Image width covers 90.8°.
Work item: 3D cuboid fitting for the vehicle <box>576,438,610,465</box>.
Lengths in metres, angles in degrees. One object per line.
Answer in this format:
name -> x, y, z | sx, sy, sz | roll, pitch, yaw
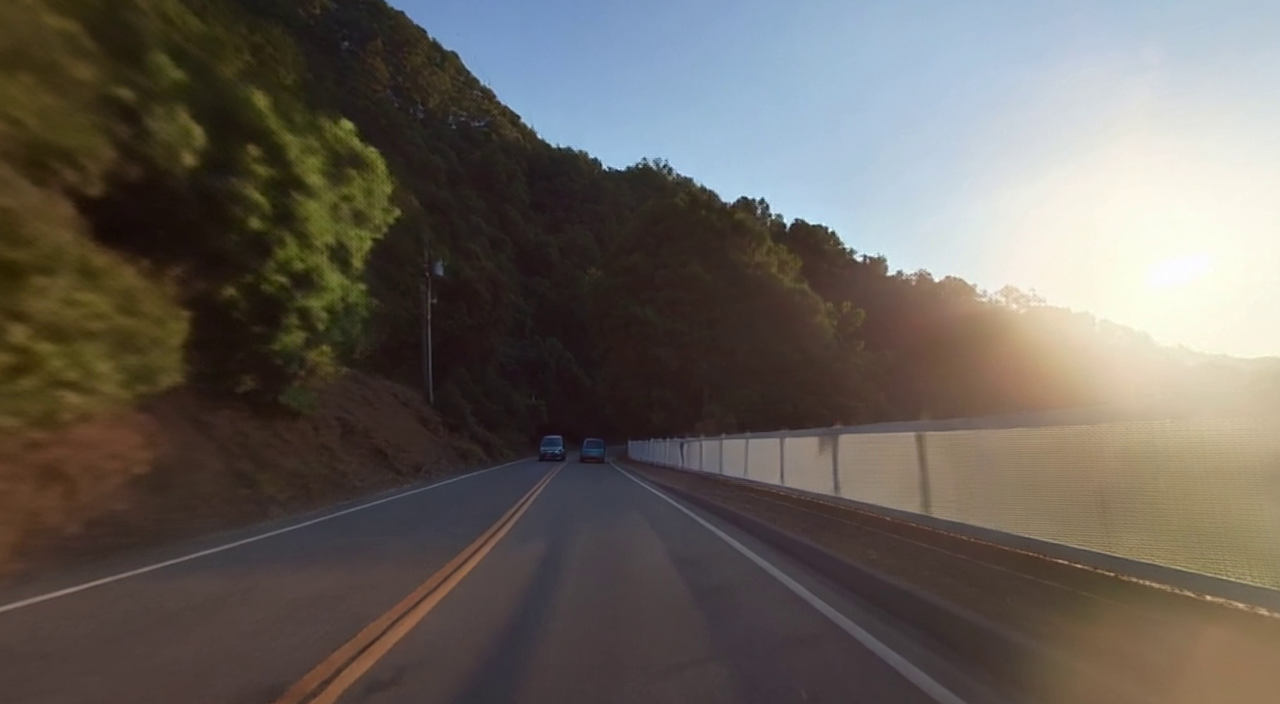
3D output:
vehicle -> -3.614, 7.558, 48.067 | 2.439, 1.912, 5.605 | 1, -9, -6
